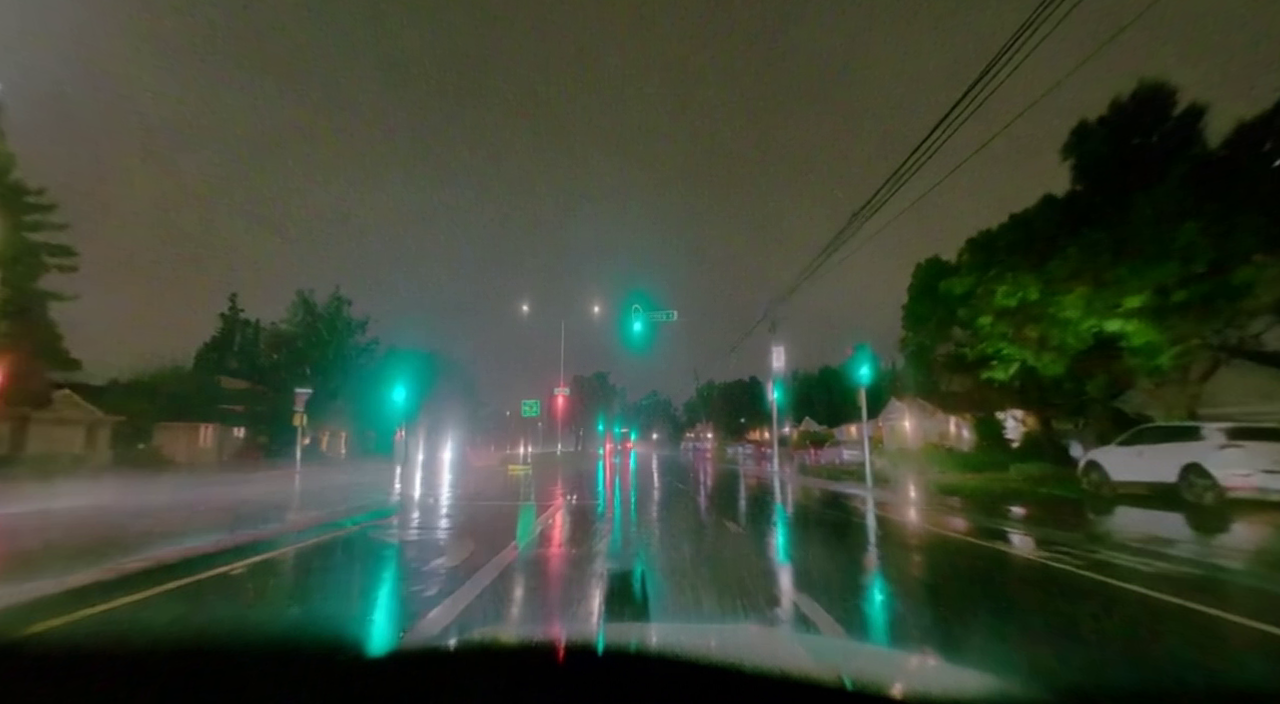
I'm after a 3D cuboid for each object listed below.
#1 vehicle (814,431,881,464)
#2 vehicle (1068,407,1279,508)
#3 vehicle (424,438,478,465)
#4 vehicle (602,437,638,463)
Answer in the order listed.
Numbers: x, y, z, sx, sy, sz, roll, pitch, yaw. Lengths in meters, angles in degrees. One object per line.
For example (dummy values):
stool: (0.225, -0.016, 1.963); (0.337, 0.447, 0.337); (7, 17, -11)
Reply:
vehicle: (11.331, 5.263, 34.783); (2.018, 1.665, 4.576); (0, -8, -2)
vehicle: (11.791, 2.188, 13.451); (2.053, 1.759, 4.494); (0, -8, -1)
vehicle: (-11.318, 5.973, 38.118); (1.995, 1.485, 4.560); (0, -8, -2)
vehicle: (-1.214, 5.950, 38.524); (2.113, 1.462, 4.203); (0, -8, -2)
